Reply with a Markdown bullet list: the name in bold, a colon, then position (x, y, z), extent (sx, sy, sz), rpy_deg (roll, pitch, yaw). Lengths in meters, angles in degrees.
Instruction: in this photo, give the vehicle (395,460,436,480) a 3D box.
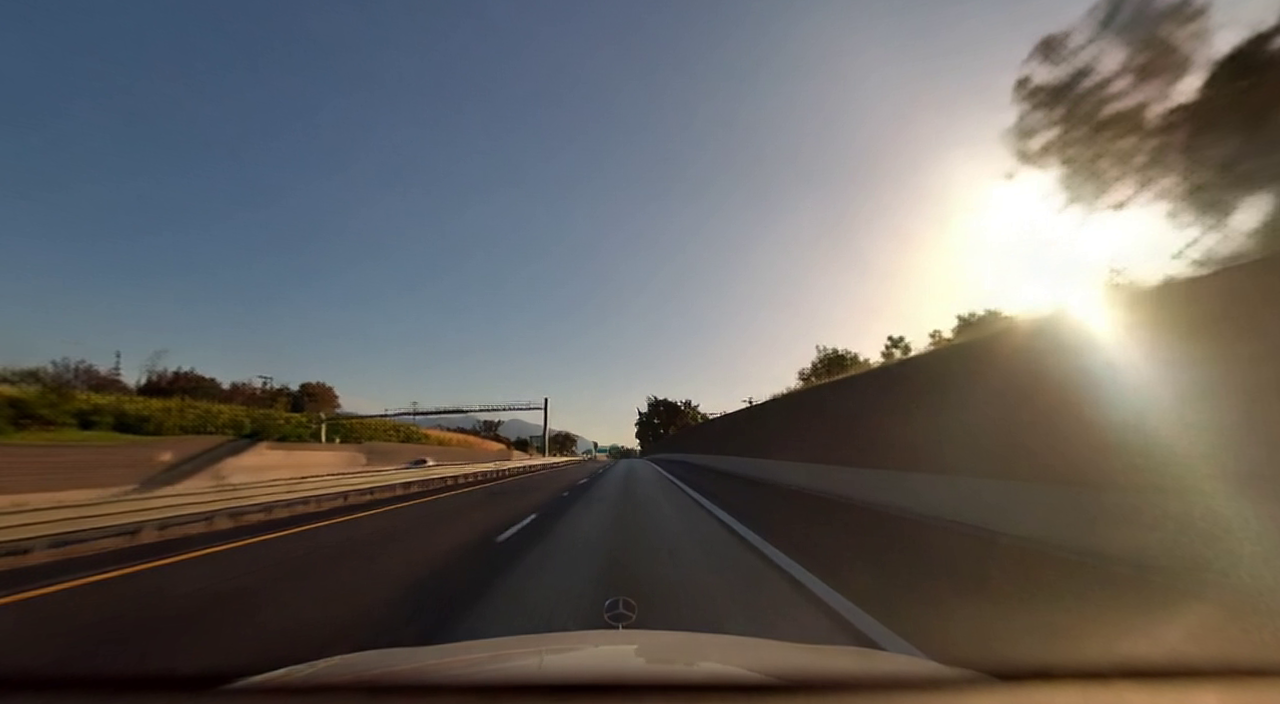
- **vehicle**: position (-16.960, 8.899, 47.628), extent (1.702, 1.387, 3.727), rpy_deg (-1, -9, 0)
